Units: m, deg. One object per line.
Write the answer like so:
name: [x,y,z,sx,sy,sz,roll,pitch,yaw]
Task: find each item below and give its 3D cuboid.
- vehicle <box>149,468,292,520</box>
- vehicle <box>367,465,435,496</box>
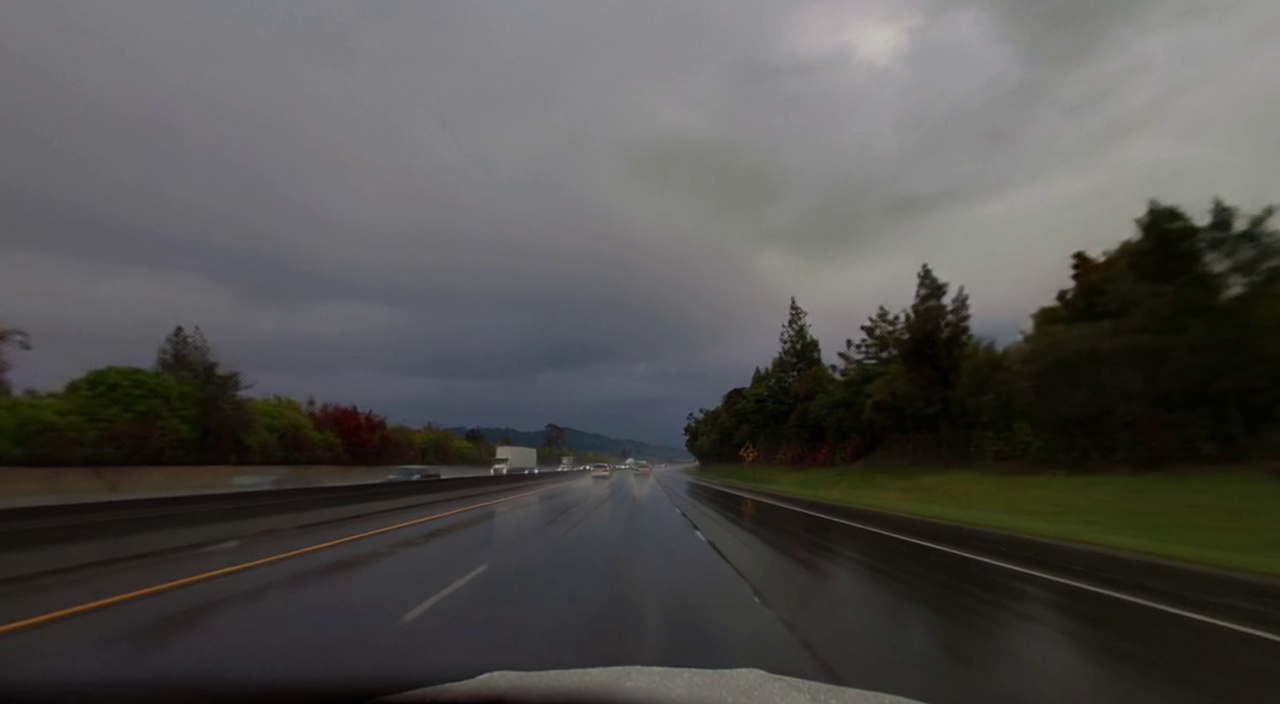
vehicle: [-12.912,4.364,19.751,1.660,1.407,4.064,1,-11,0]
vehicle: [-12.525,6.774,33.283,1.958,1.472,3.922,1,-11,1]
